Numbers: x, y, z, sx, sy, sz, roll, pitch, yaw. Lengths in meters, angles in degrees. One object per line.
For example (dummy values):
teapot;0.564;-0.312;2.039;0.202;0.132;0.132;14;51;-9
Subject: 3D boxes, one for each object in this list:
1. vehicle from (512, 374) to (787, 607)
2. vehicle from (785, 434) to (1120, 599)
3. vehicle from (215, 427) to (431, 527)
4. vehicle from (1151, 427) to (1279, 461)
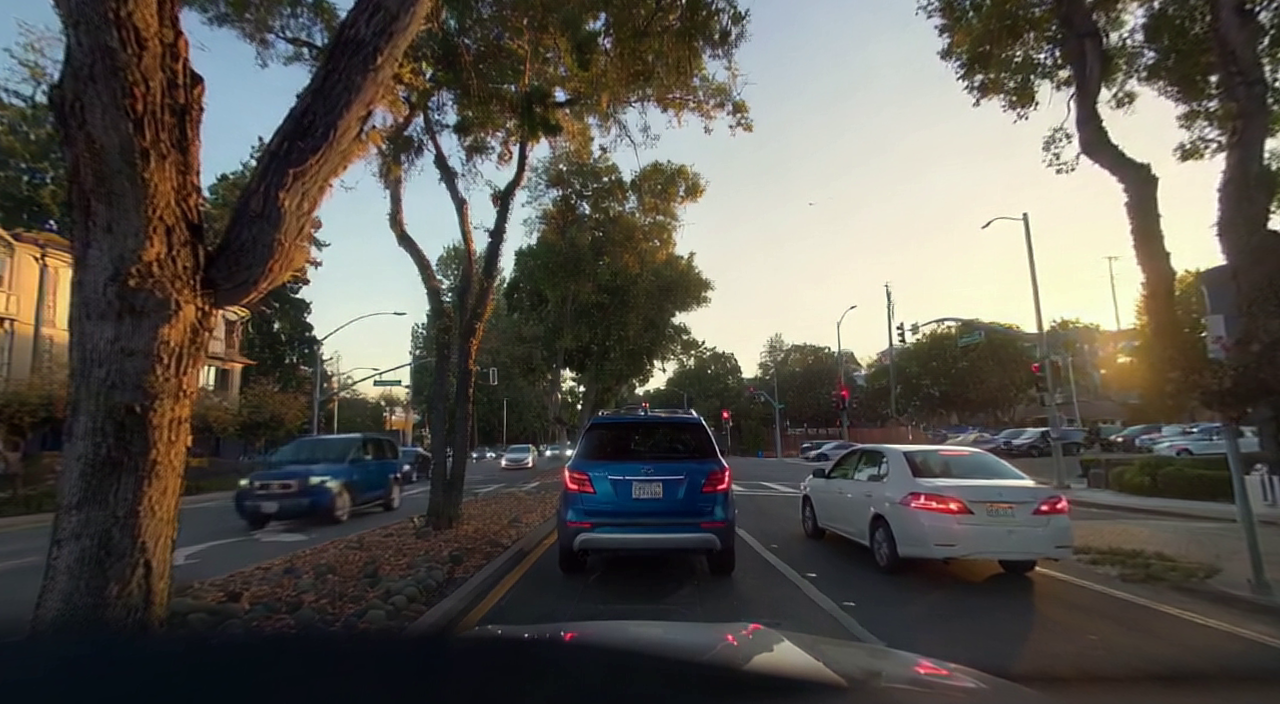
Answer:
vehicle;0.036;1.469;7.456;2.296;1.947;4.168;0;-9;-1
vehicle;3.374;1.832;7.988;1.900;1.478;4.425;0;-9;-1
vehicle;-6.380;2.562;13.479;2.153;1.728;4.753;0;-9;0
vehicle;25.946;4.116;28.142;4.420;1.469;1.807;0;-8;1
